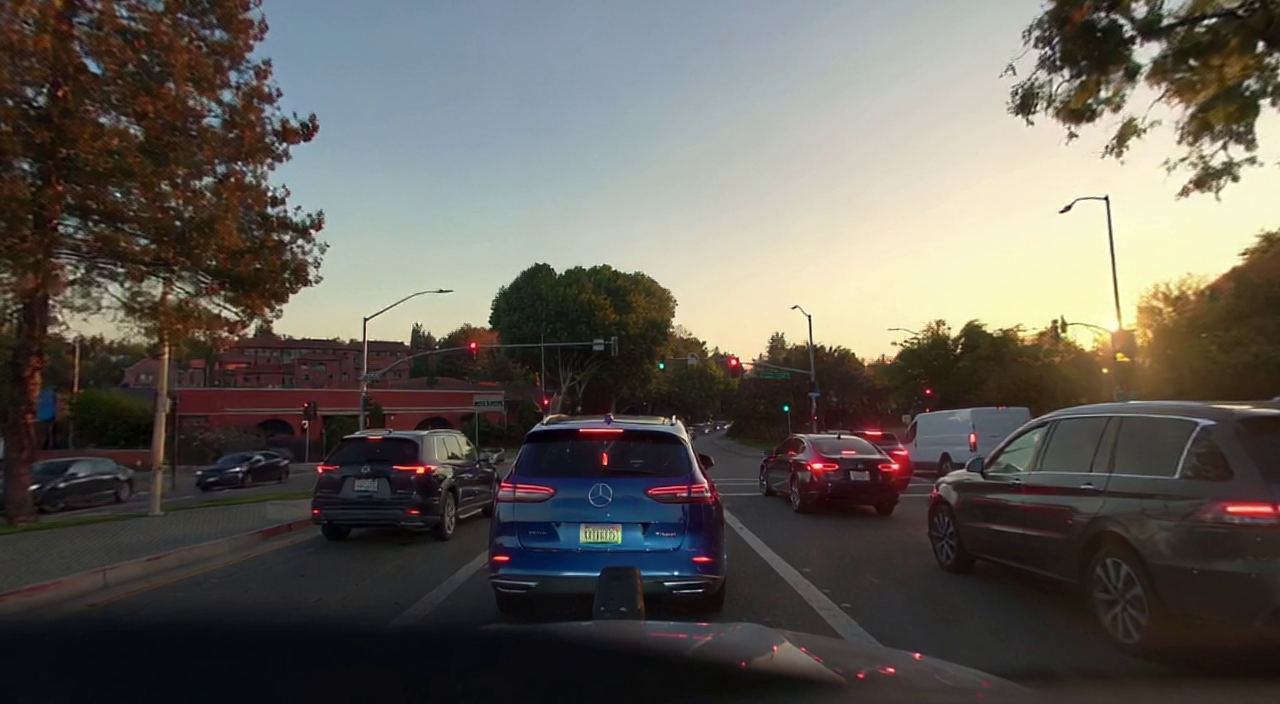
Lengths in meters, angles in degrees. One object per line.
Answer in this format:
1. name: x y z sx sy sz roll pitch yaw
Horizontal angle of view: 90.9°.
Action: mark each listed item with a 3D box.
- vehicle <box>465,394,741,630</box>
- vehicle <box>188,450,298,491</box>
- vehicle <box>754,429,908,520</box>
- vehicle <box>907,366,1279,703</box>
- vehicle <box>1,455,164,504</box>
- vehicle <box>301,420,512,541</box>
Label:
1. vehicle: -0.159 1.469 6.733 2.022 1.700 4.084 0 -8 3
2. vehicle: -15.716 4.688 25.233 1.774 1.468 3.863 0 -8 1
3. vehicle: 3.681 2.424 12.964 1.847 1.554 3.885 0 -8 -2
4. vehicle: 4.154 1.262 5.385 2.014 1.740 4.515 0 -8 4
5. vehicle: -19.825 4.529 22.764 1.821 1.503 4.384 0 -8 1
6. vehicle: -3.758 2.145 11.165 2.012 1.701 4.316 0 -8 1
